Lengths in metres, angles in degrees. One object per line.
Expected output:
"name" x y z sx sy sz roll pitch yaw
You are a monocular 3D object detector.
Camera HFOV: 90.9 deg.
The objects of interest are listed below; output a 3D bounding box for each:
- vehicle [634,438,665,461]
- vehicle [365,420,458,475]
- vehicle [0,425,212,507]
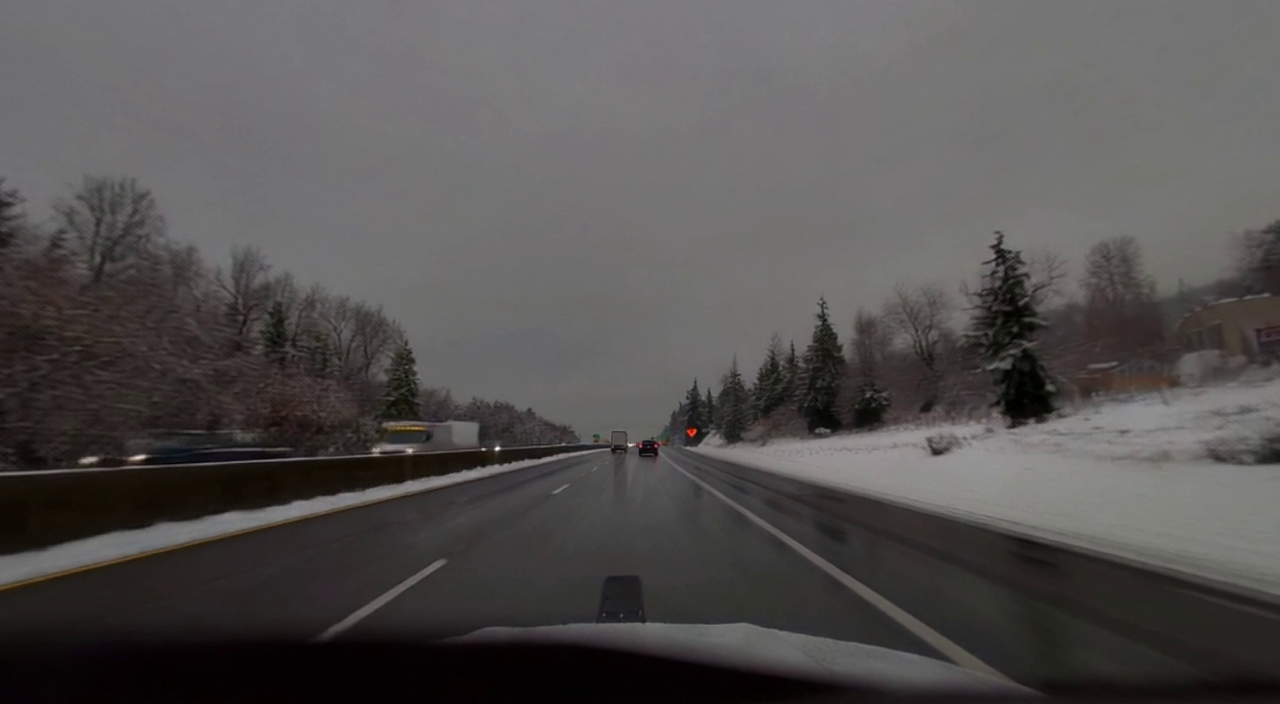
"vehicle" 0.637 6.791 44.061 2.030 1.523 4.114 0 -8 0
"vehicle" -10.829 4.597 30.455 2.323 2.410 5.572 0 -8 1
"vehicle" -14.983 3.121 17.792 2.067 1.948 5.164 0 -8 0
